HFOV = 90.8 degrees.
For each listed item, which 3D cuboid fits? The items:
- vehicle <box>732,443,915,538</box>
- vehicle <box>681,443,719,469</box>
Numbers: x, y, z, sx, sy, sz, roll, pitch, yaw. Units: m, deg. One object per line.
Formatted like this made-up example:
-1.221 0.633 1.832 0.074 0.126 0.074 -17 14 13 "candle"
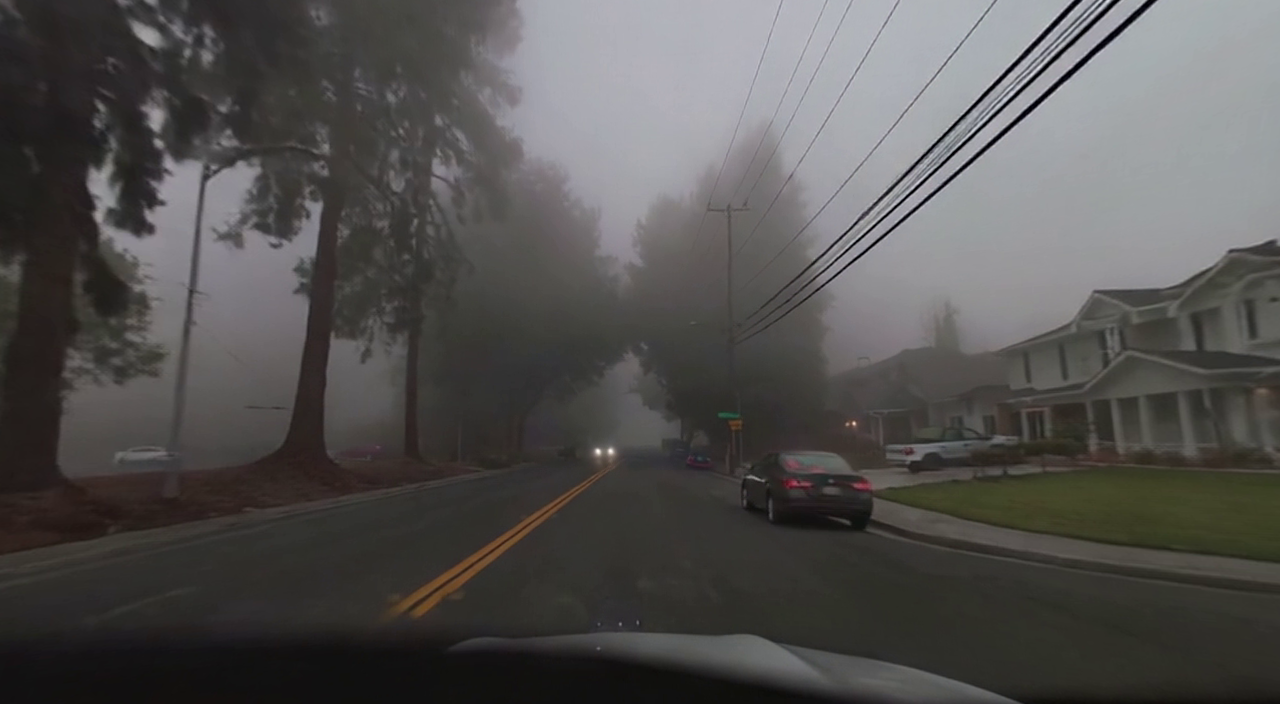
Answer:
3.141 2.454 11.975 1.990 1.435 4.526 0 -8 -2 "vehicle"
3.641 6.381 39.048 1.915 1.491 4.642 0 -8 0 "vehicle"
